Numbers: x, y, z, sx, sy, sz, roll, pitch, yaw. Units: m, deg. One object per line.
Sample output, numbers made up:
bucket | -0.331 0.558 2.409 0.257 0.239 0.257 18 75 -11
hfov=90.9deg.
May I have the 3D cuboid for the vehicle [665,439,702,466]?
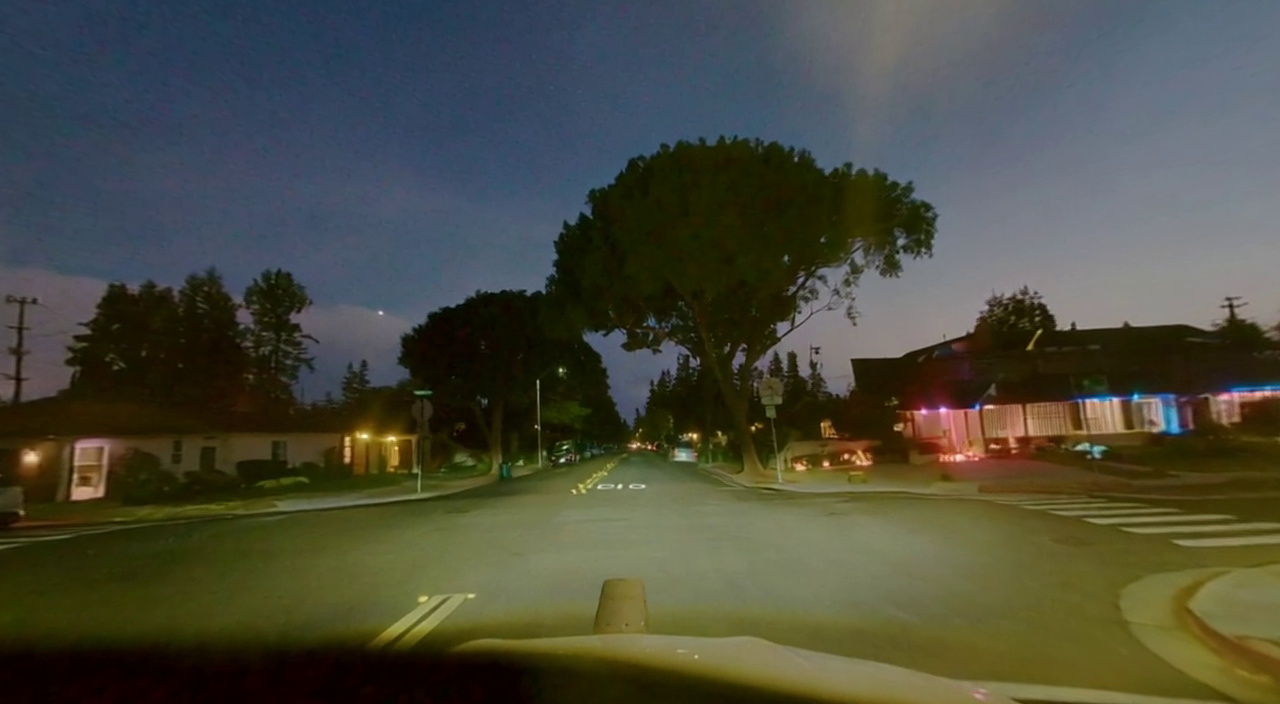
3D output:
vehicle | 2.931 6.887 43.475 2.220 1.753 3.862 0 -8 0
